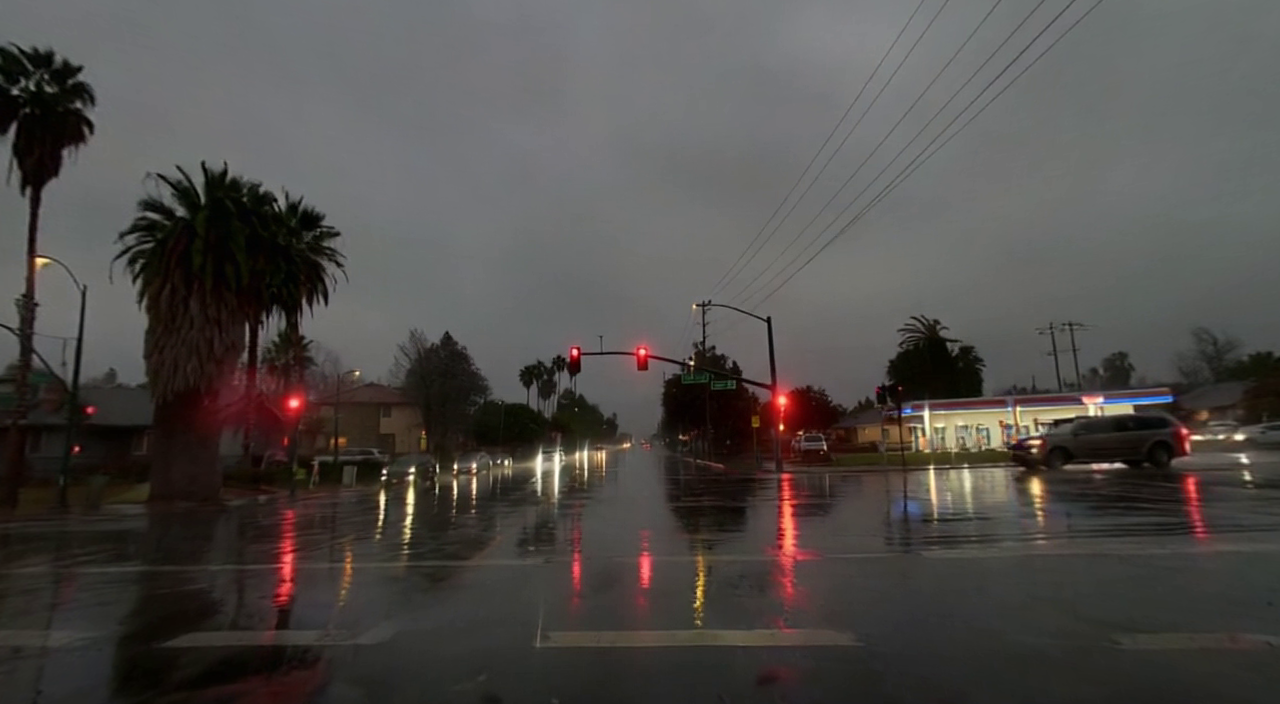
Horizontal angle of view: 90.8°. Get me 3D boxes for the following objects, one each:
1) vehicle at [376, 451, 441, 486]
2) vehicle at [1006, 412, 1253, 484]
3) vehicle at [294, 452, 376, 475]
[{"bbox_3d":[-13.052,6.554,35.945,2.009,1.777,4.559,0,-9,-1],"label":"vehicle"},{"bbox_3d":[13.091,2.588,17.137,5.086,1.817,1.952,0,-9,-3],"label":"vehicle"},{"bbox_3d":[-20.949,7.670,43.514,4.672,1.469,1.816,-1,-9,-2],"label":"vehicle"}]
